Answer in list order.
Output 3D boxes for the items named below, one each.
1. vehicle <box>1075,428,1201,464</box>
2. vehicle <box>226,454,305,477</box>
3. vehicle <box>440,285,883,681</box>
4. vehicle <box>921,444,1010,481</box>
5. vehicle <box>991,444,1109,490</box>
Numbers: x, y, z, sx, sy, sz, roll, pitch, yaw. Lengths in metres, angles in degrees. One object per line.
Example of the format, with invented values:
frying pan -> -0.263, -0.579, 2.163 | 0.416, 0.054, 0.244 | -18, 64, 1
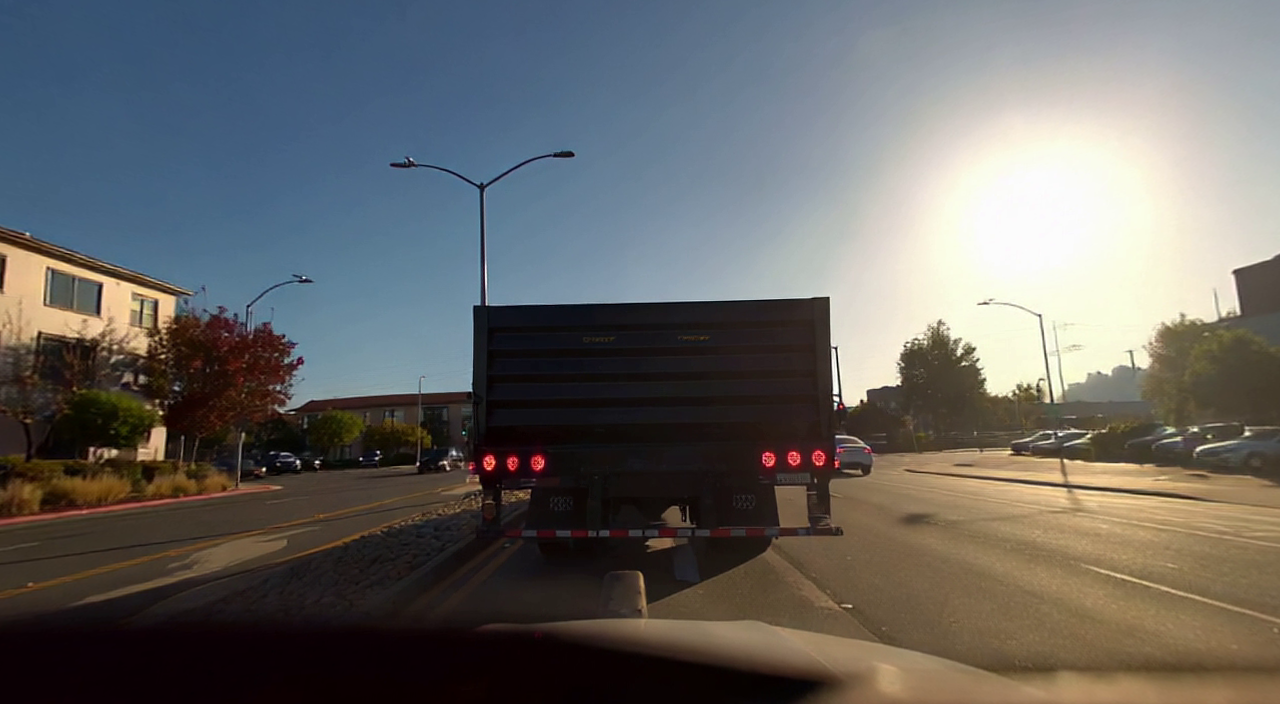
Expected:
vehicle -> 23.136, 4.386, 29.439 | 4.171, 1.614, 1.894 | -1, -8, 1
vehicle -> -25.911, 7.867, 43.693 | 4.409, 1.446, 1.862 | -2, -8, 9
vehicle -> 0.281, 1.275, 7.409 | 2.650, 2.391, 7.008 | -1, -8, 3
vehicle -> 14.155, 4.796, 27.735 | 1.777, 1.488, 4.081 | -1, -8, 1
vehicle -> 14.301, 3.991, 22.262 | 1.702, 1.475, 3.670 | -1, -8, 1
